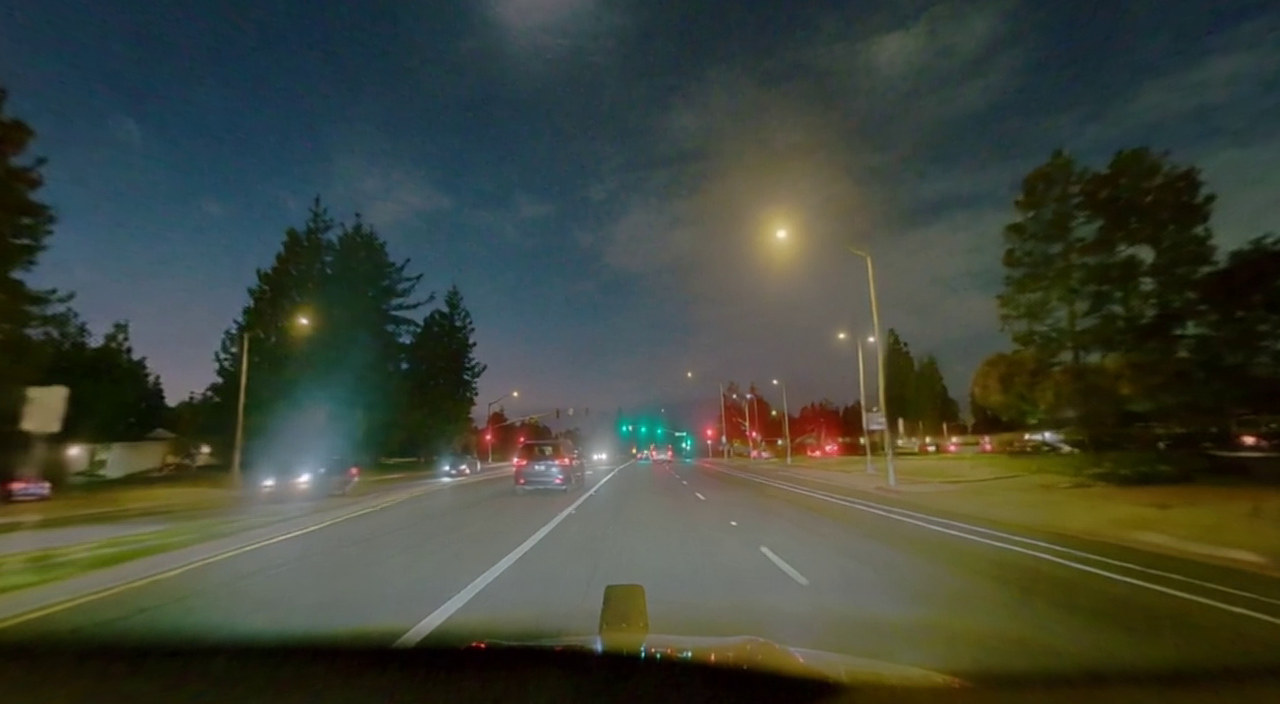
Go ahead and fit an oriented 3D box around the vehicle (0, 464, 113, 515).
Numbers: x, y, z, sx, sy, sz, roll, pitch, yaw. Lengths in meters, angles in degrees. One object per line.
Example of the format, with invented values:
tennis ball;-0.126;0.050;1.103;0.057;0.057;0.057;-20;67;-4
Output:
vehicle;-24.727;5.547;25.634;4.824;1.766;1.967;1;-8;4

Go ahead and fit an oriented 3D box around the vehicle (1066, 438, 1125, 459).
vehicle;35.125;7.478;48.716;1.719;1.506;3.878;-1;-8;1

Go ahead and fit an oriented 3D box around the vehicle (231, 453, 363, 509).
vehicle;-11.728;4.405;21.998;2.061;1.631;4.502;-1;-8;0

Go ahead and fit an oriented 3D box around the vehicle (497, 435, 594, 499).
vehicle;-2.965;3.781;21.279;2.459;1.825;5.380;0;-8;0

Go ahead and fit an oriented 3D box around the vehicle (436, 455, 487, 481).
vehicle;-11.604;7.568;41.353;1.952;1.500;4.543;-1;-8;1
